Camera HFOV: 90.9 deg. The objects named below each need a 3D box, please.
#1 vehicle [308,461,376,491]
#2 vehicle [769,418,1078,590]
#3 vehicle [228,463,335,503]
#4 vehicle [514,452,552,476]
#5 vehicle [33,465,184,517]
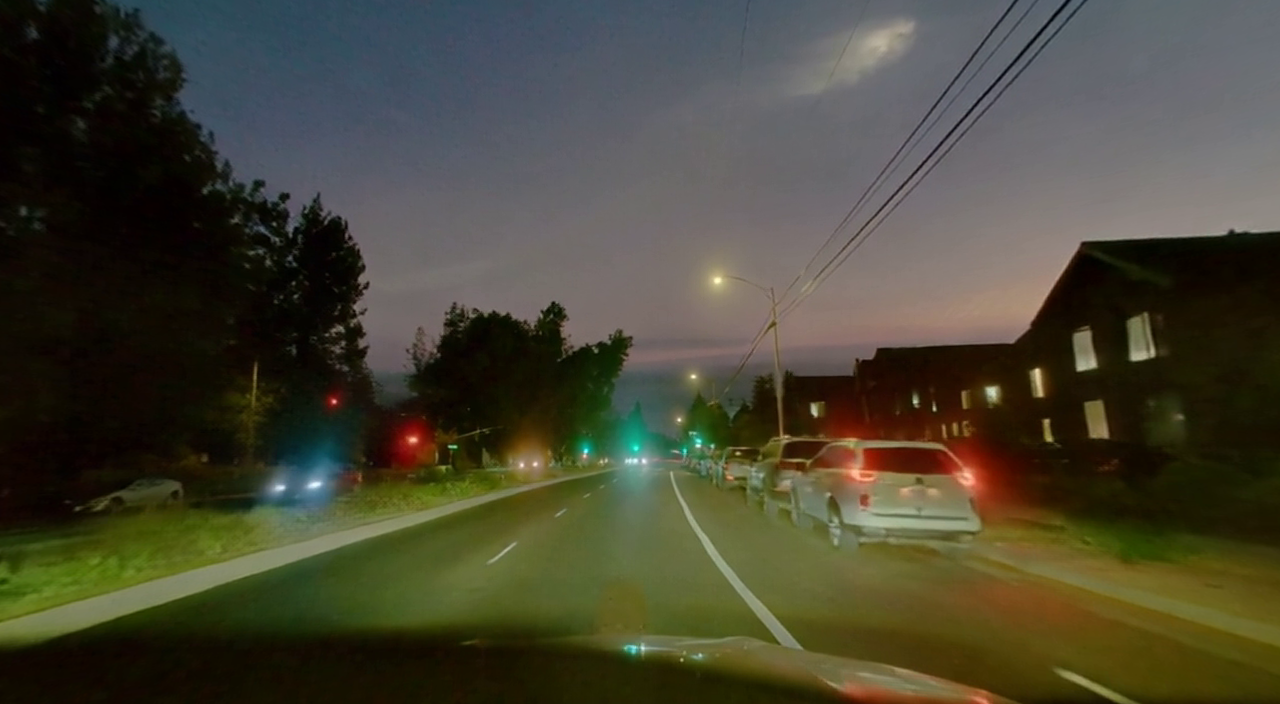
[{"bbox_3d":[-18.960,7.874,40.309,2.013,1.667,4.412,-1,-8,3],"label":"vehicle"},{"bbox_3d":[3.441,1.933,9.113,2.078,1.738,5.133,0,-8,0],"label":"vehicle"},{"bbox_3d":[-16.194,5.921,28.845,1.946,1.492,4.794,-1,-8,2],"label":"vehicle"},{"bbox_3d":[-8.329,8.724,49.361,2.331,1.696,4.861,0,-8,-3],"label":"vehicle"},{"bbox_3d":[-24.045,6.276,28.893,2.305,1.919,5.187,-1,-8,2],"label":"vehicle"}]
